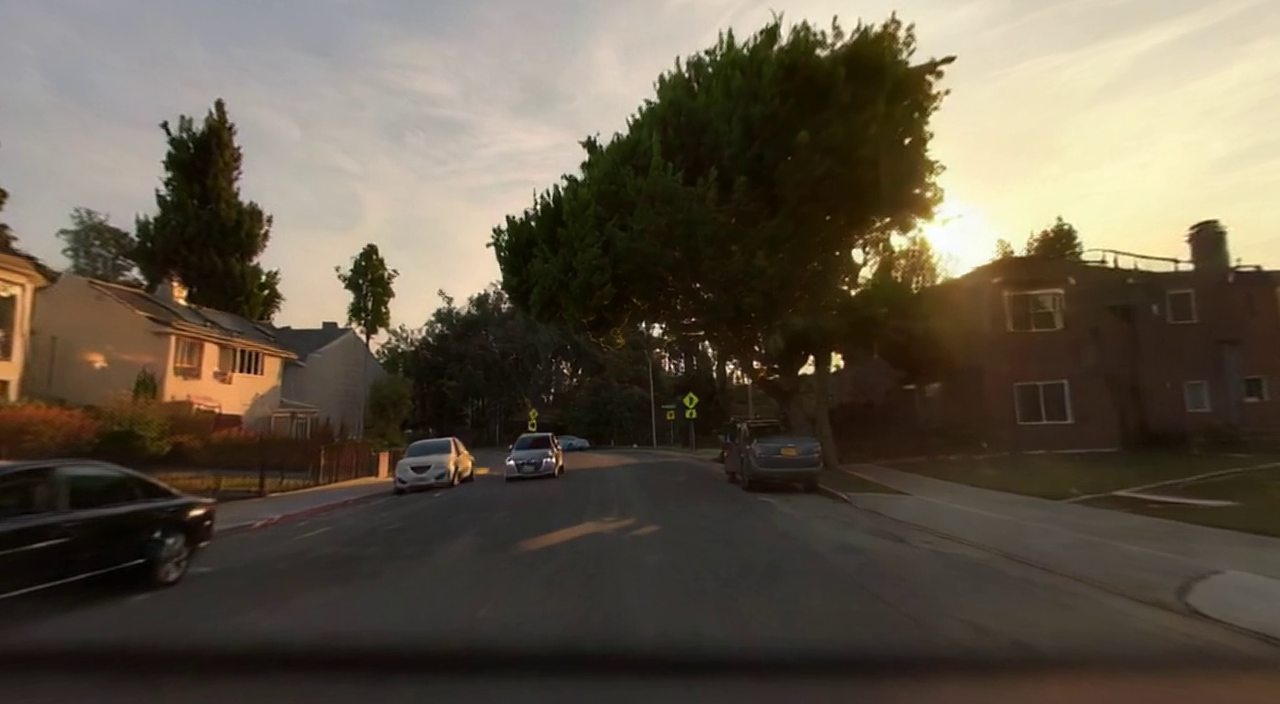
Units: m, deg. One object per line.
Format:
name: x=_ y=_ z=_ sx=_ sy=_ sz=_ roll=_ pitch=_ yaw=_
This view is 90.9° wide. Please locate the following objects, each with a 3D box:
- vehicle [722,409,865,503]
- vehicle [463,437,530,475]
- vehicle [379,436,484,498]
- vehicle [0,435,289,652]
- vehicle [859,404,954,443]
vehicle: x=3.096 y=2.201 z=13.782 sx=1.997 sy=1.663 sz=4.544 roll=-2 pitch=-8 yaw=1
vehicle: x=-6.086 y=4.434 z=27.173 sx=1.919 sy=1.464 sz=4.155 roll=1 pitch=-8 yaw=-1
vehicle: x=-5.907 y=3.250 z=18.337 sx=1.842 sy=1.540 sz=3.704 roll=-2 pitch=-7 yaw=-1
vehicle: x=-5.621 y=1.524 z=5.651 sx=1.972 sy=1.502 sz=5.530 roll=1 pitch=-7 yaw=-3
vehicle: x=13.390 y=3.677 z=31.827 sx=4.184 sy=1.817 sz=2.026 roll=-4 pitch=-9 yaw=22
